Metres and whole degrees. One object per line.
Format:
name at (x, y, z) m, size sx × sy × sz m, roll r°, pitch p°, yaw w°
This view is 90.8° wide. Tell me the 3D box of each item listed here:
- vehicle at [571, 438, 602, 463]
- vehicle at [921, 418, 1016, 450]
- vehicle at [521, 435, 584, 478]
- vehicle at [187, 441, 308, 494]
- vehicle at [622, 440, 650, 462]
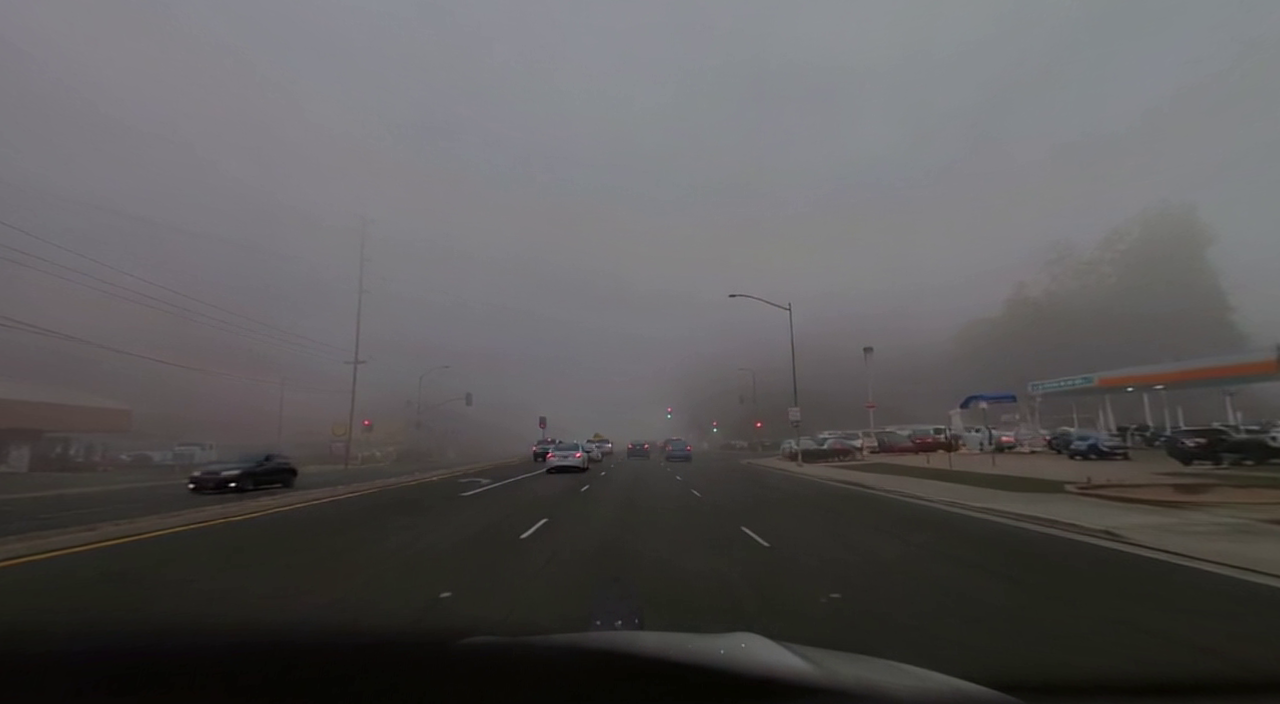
vehicle at (-3.764, 7.062, 45.426) m, size 1.941 × 1.740 × 3.989 m, roll 0°, pitch -8°, yaw -1°
vehicle at (23.082, 5.792, 44.576) m, size 5.314 × 2.134 × 2.261 m, roll 0°, pitch -8°, yaw 1°
vehicle at (-3.676, 4.475, 27.337) m, size 2.040 × 1.661 × 4.573 m, roll 0°, pitch -8°, yaw 1°
vehicle at (-14.682, 4.303, 23.953) m, size 1.891 × 1.670 × 4.333 m, roll -5°, pitch -8°, yaw -1°
vehicle at (-0.307, 7.301, 46.603) m, size 1.976 × 1.509 × 3.647 m, roll 0°, pitch -8°, yaw -2°
